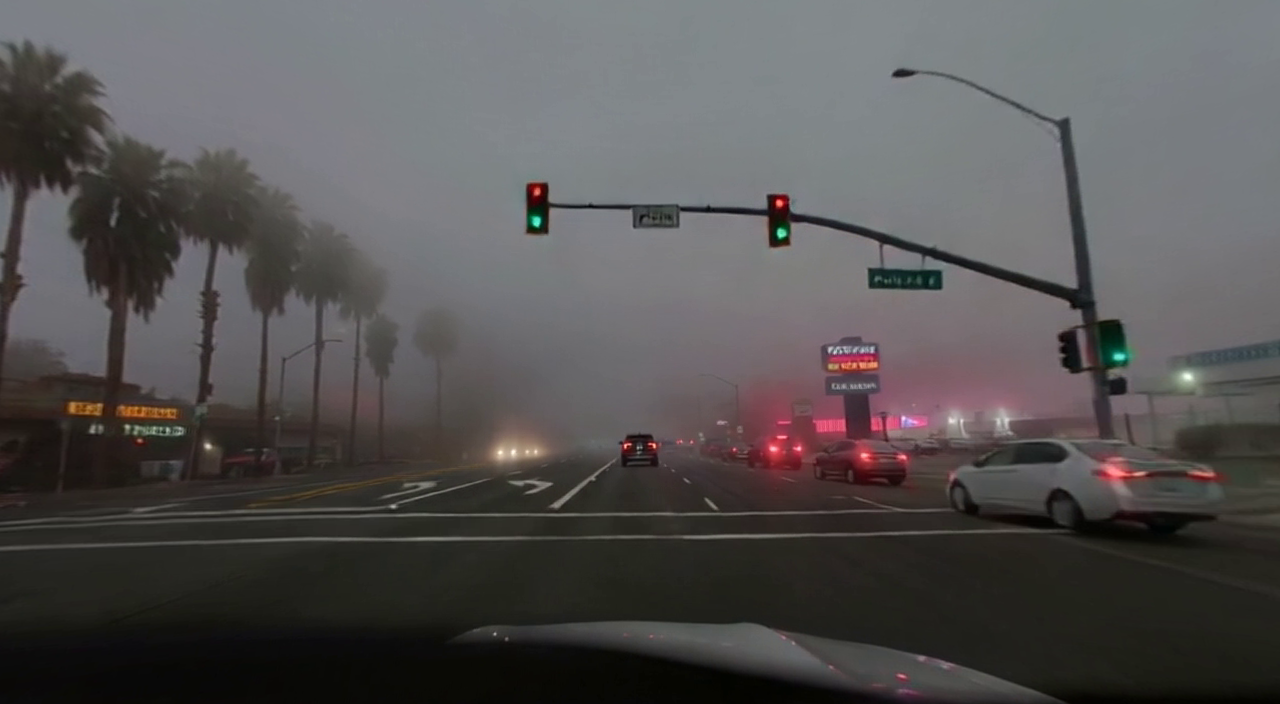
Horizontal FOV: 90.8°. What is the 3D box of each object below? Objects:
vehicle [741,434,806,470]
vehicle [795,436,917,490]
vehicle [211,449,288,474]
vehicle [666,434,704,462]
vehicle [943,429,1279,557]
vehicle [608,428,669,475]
[{"bbox_3d":[6.575,5.002,31.677,2.100,1.675,4.536,0,-9,-2],"label":"vehicle"},{"bbox_3d":[6.624,3.470,20.126,2.038,1.476,5.032,0,-9,-1],"label":"vehicle"},{"bbox_3d":[-27.810,7.784,45.098,4.139,1.702,2.040,0,-9,-2],"label":"vehicle"},{"bbox_3d":[3.018,6.600,43.406,2.187,1.777,4.444,0,-9,-2],"label":"vehicle"},{"bbox_3d":[6.704,1.969,9.594,1.902,1.461,4.428,0,-9,-2],"label":"vehicle"},{"bbox_3d":[-0.106,4.310,27.526,2.428,1.816,4.959,0,-9,-1],"label":"vehicle"}]
